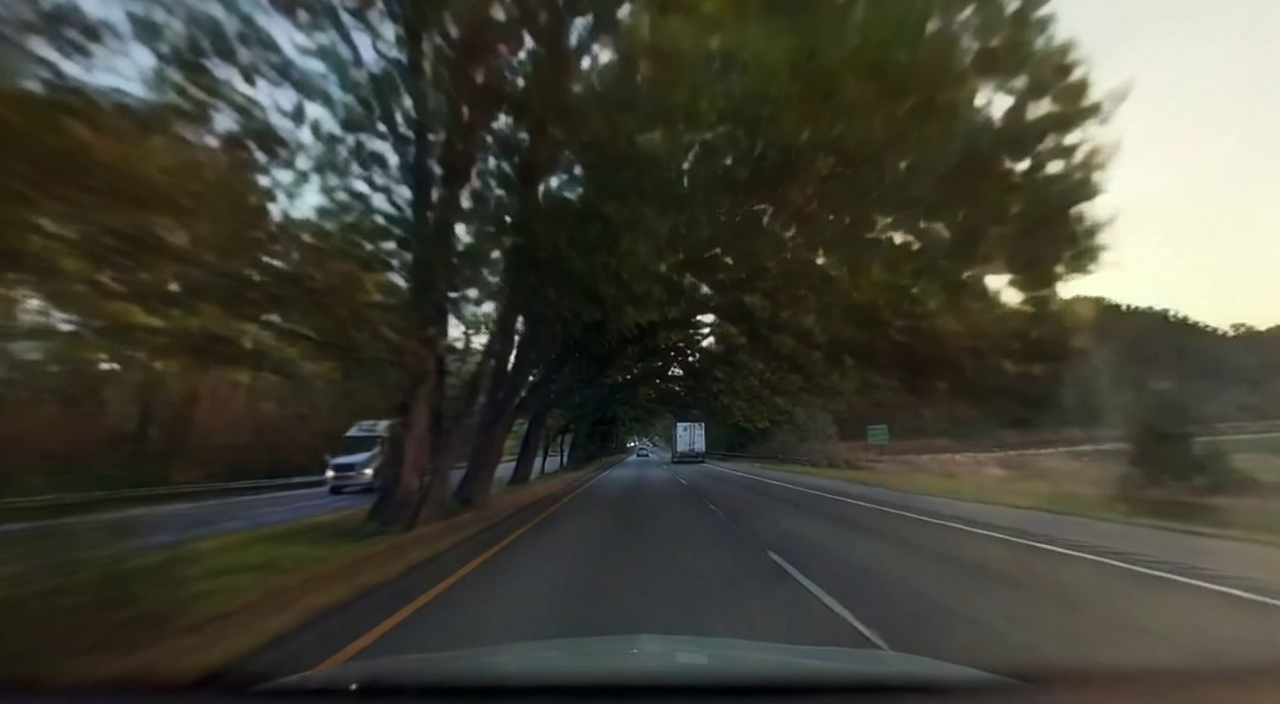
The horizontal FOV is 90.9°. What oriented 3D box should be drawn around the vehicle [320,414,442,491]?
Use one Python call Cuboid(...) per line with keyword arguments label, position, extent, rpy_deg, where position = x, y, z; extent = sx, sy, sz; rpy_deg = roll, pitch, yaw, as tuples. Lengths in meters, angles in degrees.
Cuboid(label="vehicle", position=(-12.753, 5.073, 31.882), extent=(2.829, 3.363, 7.469), rpy_deg=(0, -9, 1))
